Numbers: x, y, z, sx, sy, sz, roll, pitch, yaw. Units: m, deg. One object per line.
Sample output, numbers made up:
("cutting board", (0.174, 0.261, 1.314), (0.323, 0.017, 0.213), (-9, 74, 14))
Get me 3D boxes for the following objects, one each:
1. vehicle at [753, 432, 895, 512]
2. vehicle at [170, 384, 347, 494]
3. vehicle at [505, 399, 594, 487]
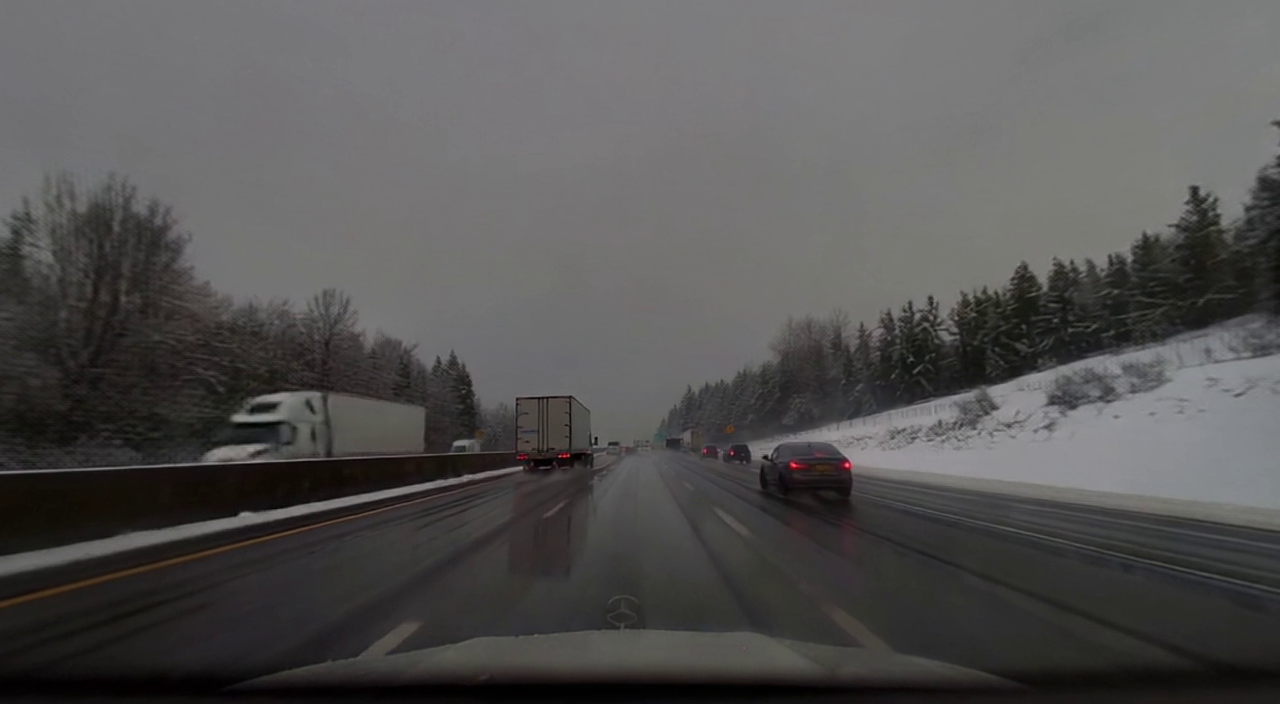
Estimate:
("vehicle", (4.008, 2.695, 14.529), (1.983, 1.545, 4.038), (0, -9, -1))
("vehicle", (-15.130, 3.589, 25.781), (3.079, 3.910, 6.429), (0, -9, 0))
("vehicle", (-3.539, 3.824, 26.330), (2.667, 3.195, 6.731), (0, -9, 0))
